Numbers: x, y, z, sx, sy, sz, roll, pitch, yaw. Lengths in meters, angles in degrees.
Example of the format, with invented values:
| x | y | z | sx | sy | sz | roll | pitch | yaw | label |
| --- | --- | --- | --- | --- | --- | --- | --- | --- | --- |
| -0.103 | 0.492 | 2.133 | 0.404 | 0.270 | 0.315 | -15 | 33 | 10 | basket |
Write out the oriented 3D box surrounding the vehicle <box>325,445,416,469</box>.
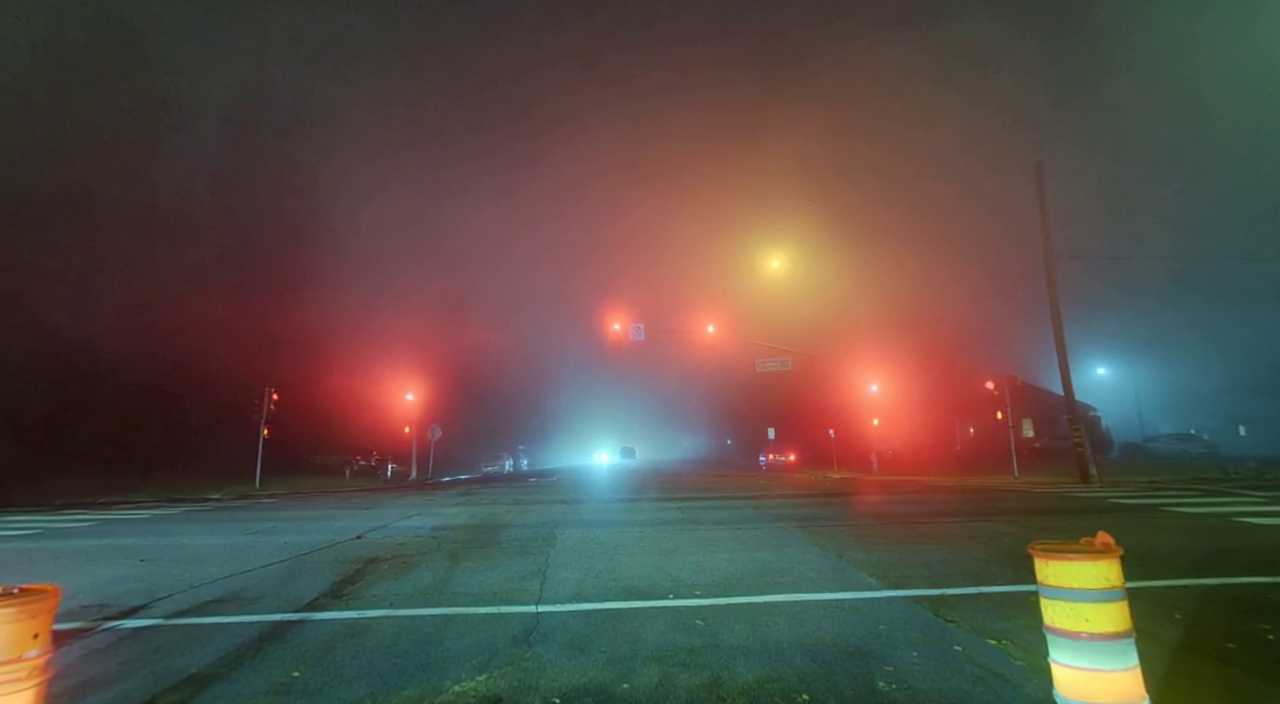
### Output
| x | y | z | sx | sy | sz | roll | pitch | yaw | label |
| --- | --- | --- | --- | --- | --- | --- | --- | --- | --- |
| -16.388 | 6.384 | 38.610 | 4.713 | 1.409 | 1.918 | 0 | -8 | -2 | vehicle |

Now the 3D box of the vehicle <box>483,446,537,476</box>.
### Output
| x | y | z | sx | sy | sz | roll | pitch | yaw | label |
| --- | --- | --- | --- | --- | --- | --- | --- | --- | --- |
| -6.598 | 5.543 | 32.411 | 1.881 | 1.452 | 4.121 | 0 | -8 | 0 | vehicle |

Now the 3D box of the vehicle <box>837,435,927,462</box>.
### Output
| x | y | z | sx | sy | sz | roll | pitch | yaw | label |
| --- | --- | --- | --- | --- | --- | --- | --- | --- | --- |
| 15.380 | 6.172 | 40.327 | 4.892 | 1.656 | 1.856 | 0 | -8 | 0 | vehicle |
